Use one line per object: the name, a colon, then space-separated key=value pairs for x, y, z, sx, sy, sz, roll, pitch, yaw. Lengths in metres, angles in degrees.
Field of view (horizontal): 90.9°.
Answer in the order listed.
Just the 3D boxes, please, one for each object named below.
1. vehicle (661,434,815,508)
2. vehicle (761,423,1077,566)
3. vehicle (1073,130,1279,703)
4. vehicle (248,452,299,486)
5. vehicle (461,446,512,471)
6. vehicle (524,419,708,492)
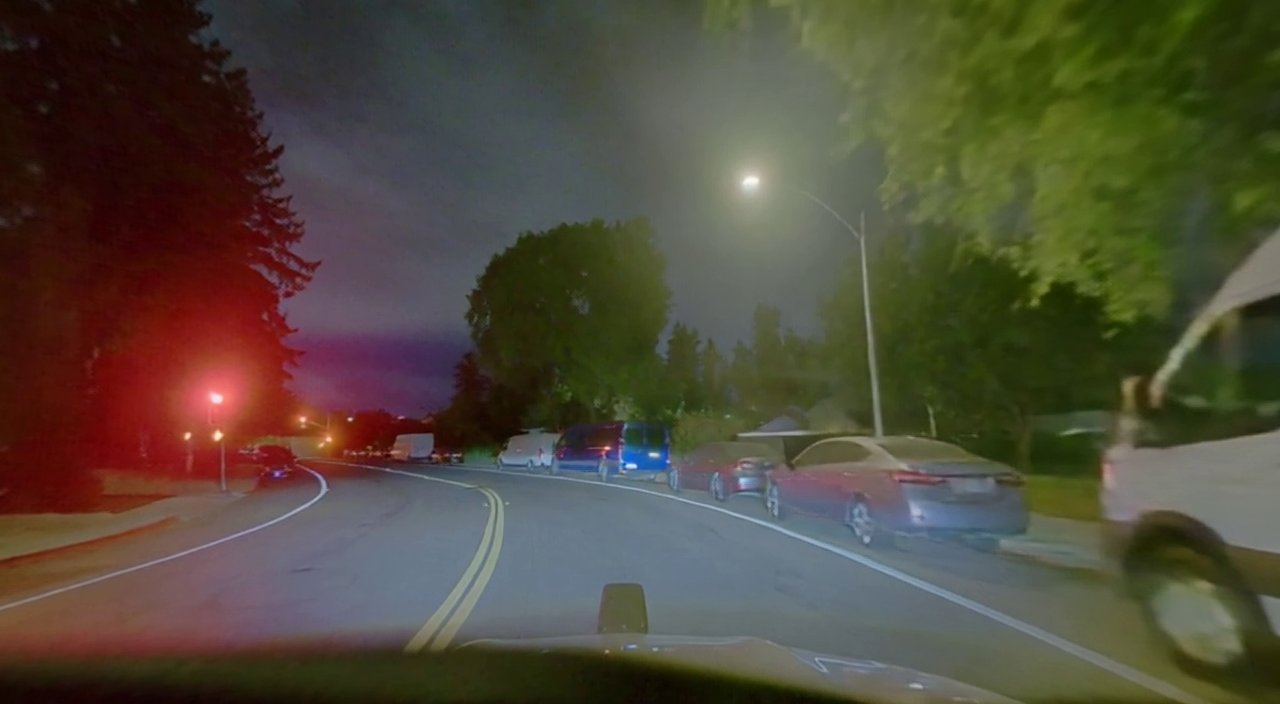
vehicle: x=2.112 y=2.754 z=15.159 sx=1.957 sy=1.479 sz=4.554 roll=2 pitch=-9 yaw=-15
vehicle: x=3.370 y=1.808 z=8.885 sx=1.961 sy=1.456 sz=4.569 roll=1 pitch=-8 yaw=-7
vehicle: x=4.244 y=-0.012 z=0.725 sx=2.406 sy=2.689 sz=6.916 roll=0 pitch=-8 yaw=-1
vehicle: x=-18.620 y=5.862 z=31.953 sx=1.950 sy=1.489 sz=4.214 roll=4 pitch=-9 yaw=-33
vehicle: x=-9.623 y=6.591 z=39.199 sx=1.804 sy=1.453 sz=4.462 roll=5 pitch=-10 yaw=-30
vehicle: x=-1.520 y=4.018 z=24.813 sx=3.041 sy=2.164 sz=10.370 roll=2 pitch=-9 yaw=-27
